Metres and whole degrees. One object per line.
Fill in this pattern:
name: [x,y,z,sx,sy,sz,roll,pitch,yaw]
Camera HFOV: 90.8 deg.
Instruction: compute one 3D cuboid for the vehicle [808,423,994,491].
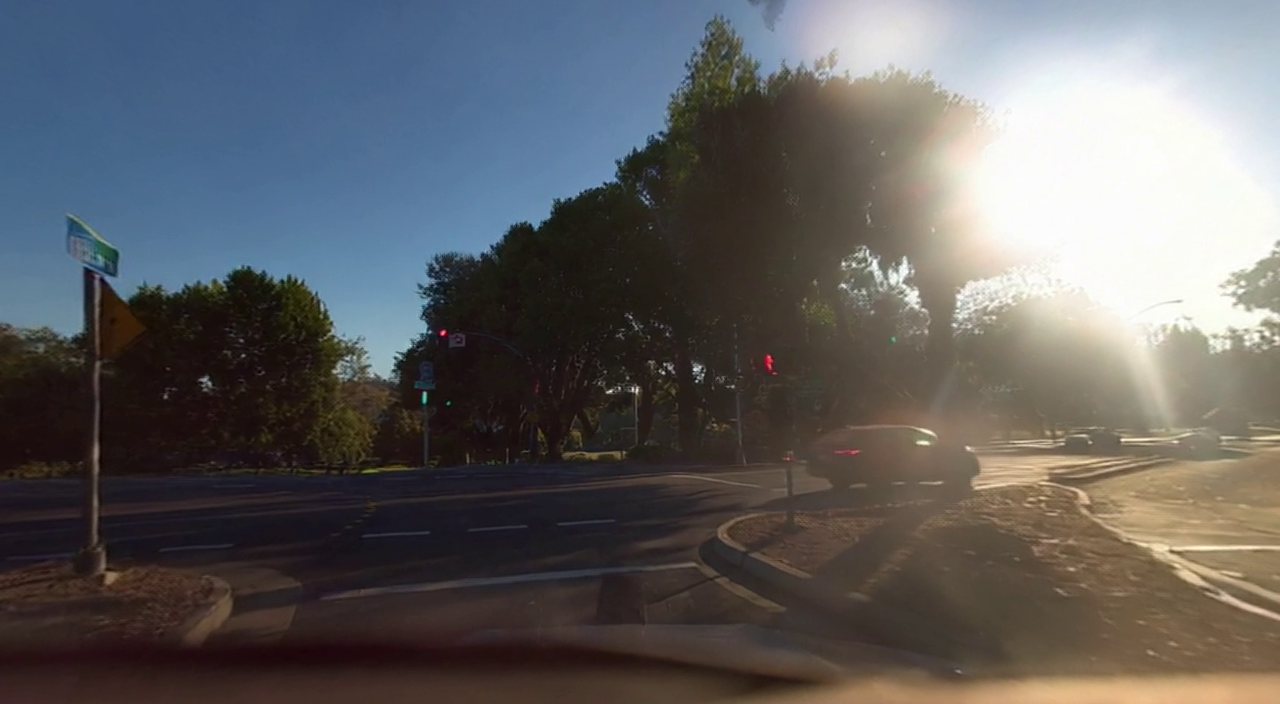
vehicle: [6.985,2.759,16.916,4.545,1.602,2.014,4,-9,-26]
